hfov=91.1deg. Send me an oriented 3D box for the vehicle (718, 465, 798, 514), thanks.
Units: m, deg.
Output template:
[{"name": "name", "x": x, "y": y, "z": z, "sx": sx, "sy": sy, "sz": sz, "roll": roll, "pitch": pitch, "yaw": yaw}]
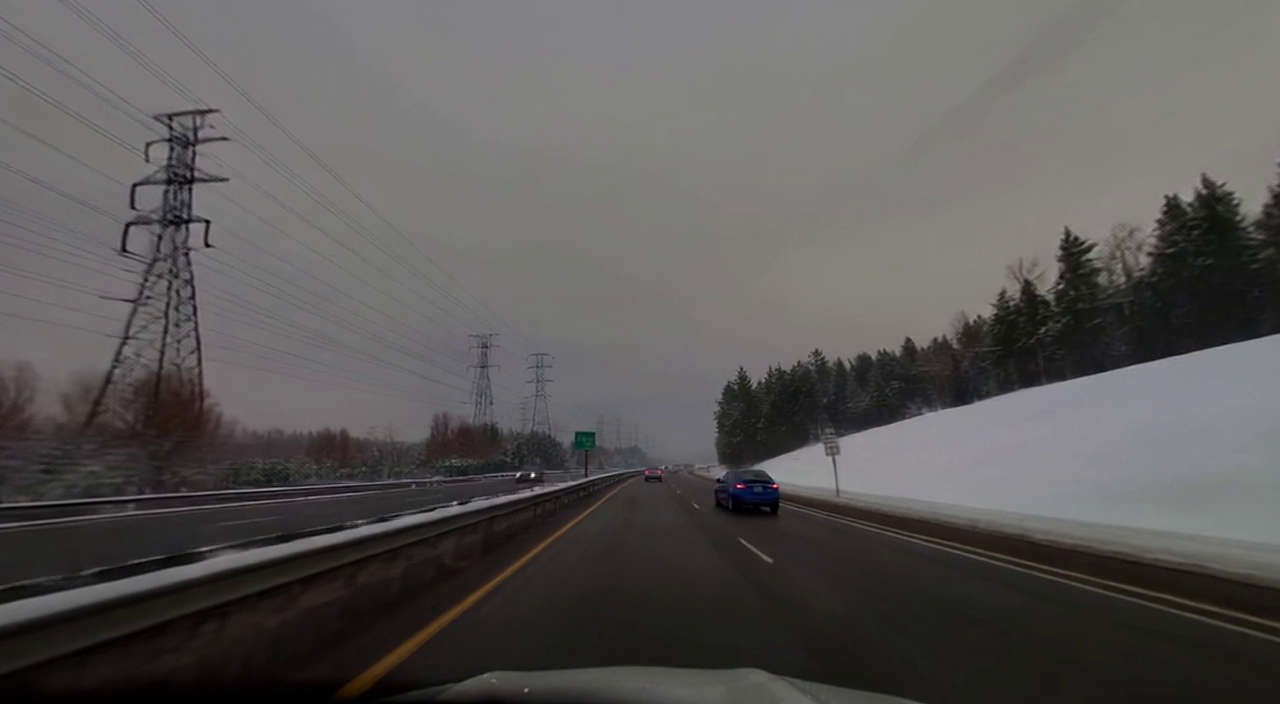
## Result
[{"name": "vehicle", "x": 4.043, "y": 4.798, "z": 22.187, "sx": 1.985, "sy": 1.521, "sz": 3.904, "roll": 1, "pitch": -10, "yaw": -1}]
